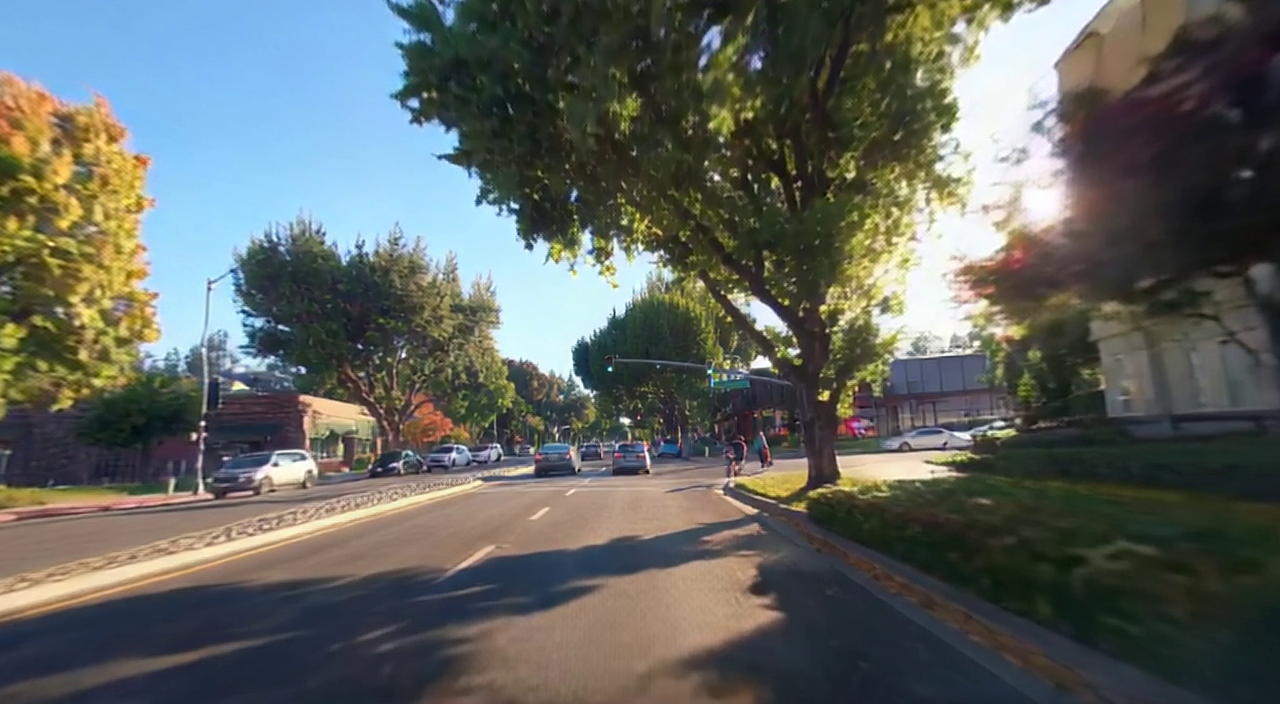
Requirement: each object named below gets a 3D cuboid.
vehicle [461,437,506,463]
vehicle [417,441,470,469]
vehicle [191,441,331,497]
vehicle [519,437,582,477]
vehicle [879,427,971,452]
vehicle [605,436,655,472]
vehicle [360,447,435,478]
[{"bbox_3d":[-12.294,7.742,49.912,2.260,1.921,4.902,0,-8,0],"label":"vehicle"},{"bbox_3d":[-12.563,6.613,40.689,1.986,1.712,4.399,0,-8,1],"label":"vehicle"},{"bbox_3d":[-13.140,4.048,22.334,1.999,1.755,4.518,0,-8,2],"label":"vehicle"},{"bbox_3d":[-3.564,4.232,25.786,1.921,1.477,4.083,0,-8,1],"label":"vehicle"},{"bbox_3d":[17.201,5.338,38.288,4.517,1.455,2.233,0,-9,3],"label":"vehicle"},{"bbox_3d":[-0.456,4.489,28.043,2.085,1.475,3.976,0,-8,-1],"label":"vehicle"},{"bbox_3d":[-12.559,5.704,33.014,1.909,1.462,4.608,0,-8,3],"label":"vehicle"}]
